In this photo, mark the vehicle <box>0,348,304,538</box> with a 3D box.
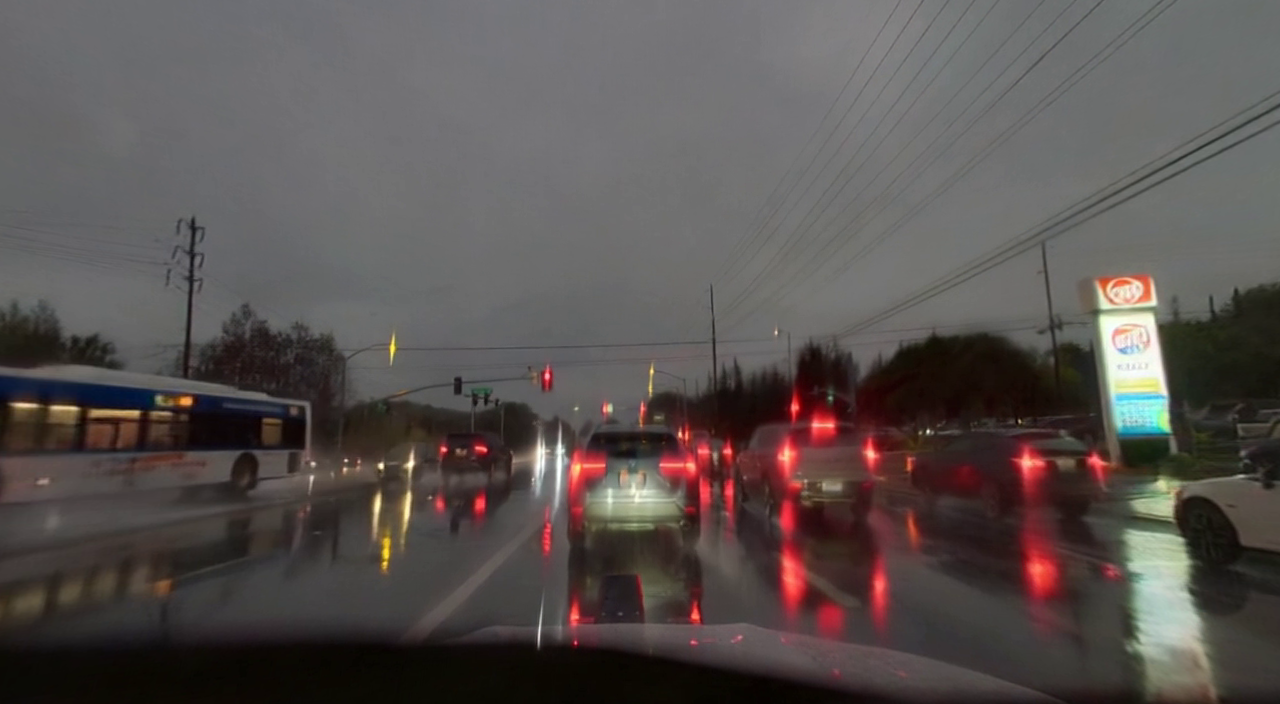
[{"bbox_3d":[-13.506,2.360,16.204,3.031,3.513,12.586,0,-9,-1],"label":"vehicle"}]

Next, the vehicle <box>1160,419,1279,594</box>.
[{"bbox_3d":[6.411,1.179,4.461,1.857,1.475,4.182,0,-9,0],"label":"vehicle"}]

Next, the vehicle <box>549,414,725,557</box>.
[{"bbox_3d":[-0.099,1.889,9.614,2.087,1.677,4.053,0,-9,-2],"label":"vehicle"}]

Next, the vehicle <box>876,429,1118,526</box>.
[{"bbox_3d":[6.403,2.289,12.123,1.829,1.494,4.552,0,-9,-2],"label":"vehicle"}]

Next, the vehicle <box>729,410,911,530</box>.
[{"bbox_3d":[3.040,2.110,11.783,2.049,1.813,4.245,0,-9,-1],"label":"vehicle"}]

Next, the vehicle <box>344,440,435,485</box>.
[{"bbox_3d":[-10.396,4.609,26.623,2.075,1.719,4.396,0,-9,0],"label":"vehicle"}]

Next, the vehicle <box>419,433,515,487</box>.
[{"bbox_3d":[-6.338,4.018,23.835,2.190,1.795,4.993,0,-9,0],"label":"vehicle"}]
